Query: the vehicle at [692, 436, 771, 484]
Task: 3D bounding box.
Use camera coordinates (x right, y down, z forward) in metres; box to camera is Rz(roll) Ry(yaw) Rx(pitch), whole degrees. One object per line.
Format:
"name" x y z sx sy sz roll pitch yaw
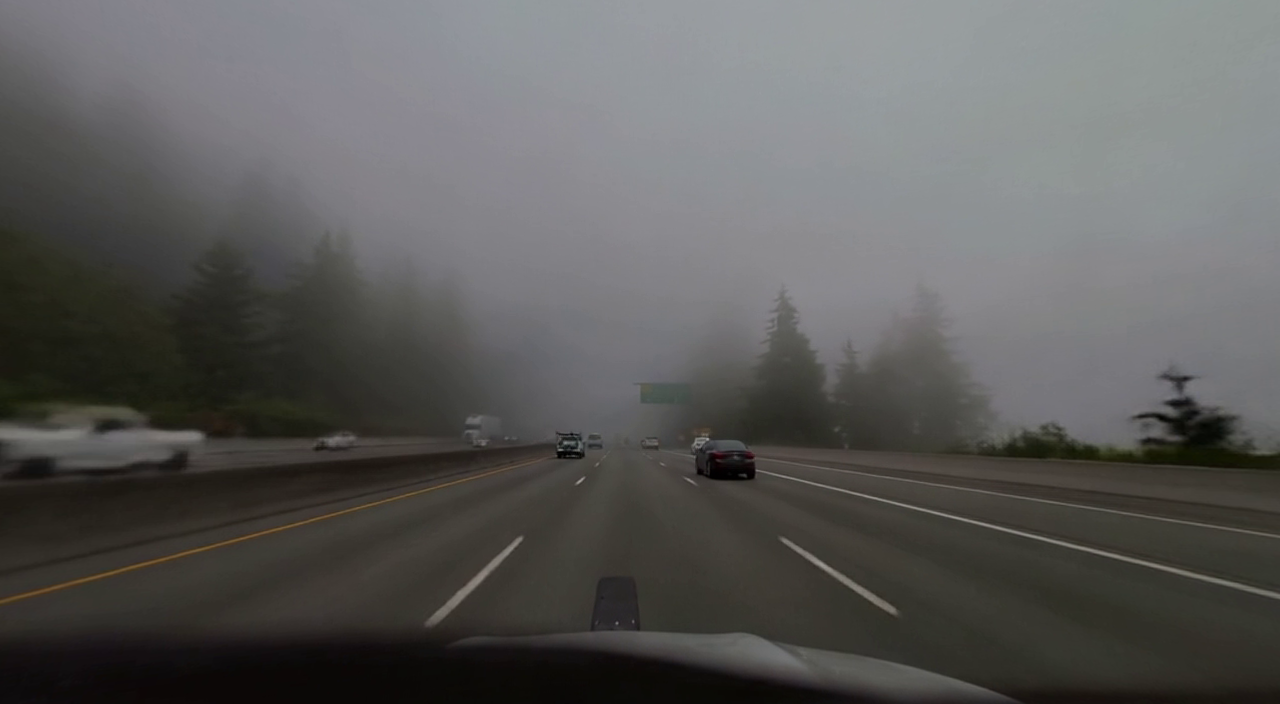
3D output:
"vehicle" 3.012 3.624 21.667 1.990 1.480 3.865 0 -8 -2

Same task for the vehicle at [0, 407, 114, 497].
"vehicle" -11.779 1.720 10.851 1.888 1.507 4.157 0 -8 -1

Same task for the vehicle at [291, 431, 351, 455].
"vehicle" -20.621 5.900 40.914 1.837 1.444 4.153 0 -8 -2

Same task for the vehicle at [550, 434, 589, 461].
"vehicle" -4.401 6.026 40.037 2.011 1.614 4.808 0 -8 -1
